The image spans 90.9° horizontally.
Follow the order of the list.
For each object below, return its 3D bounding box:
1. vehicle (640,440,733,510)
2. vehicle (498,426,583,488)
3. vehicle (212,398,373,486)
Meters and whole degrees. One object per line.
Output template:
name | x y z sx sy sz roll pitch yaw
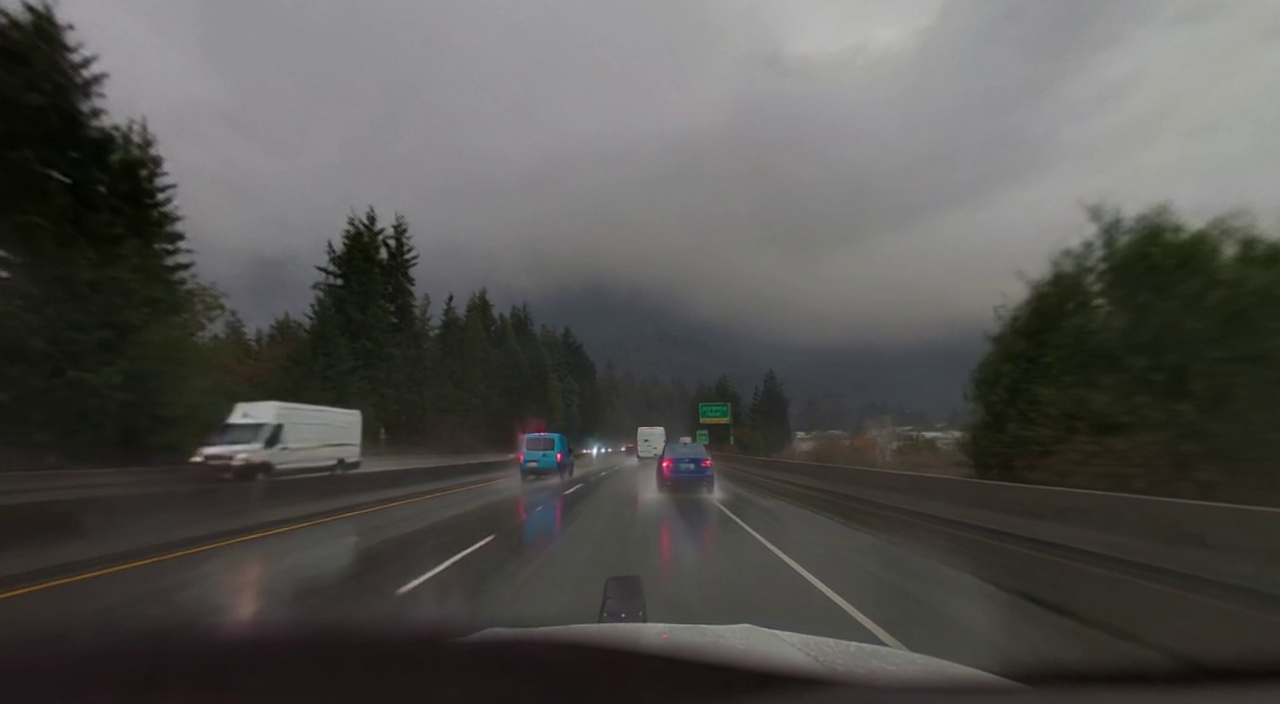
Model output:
vehicle | 1.008 2.952 15.525 2.012 1.485 3.649 0 -9 0
vehicle | -3.523 3.874 23.370 2.217 2.033 4.975 0 -9 1
vehicle | -16.864 4.552 31.601 2.955 3.771 8.596 0 -9 1
